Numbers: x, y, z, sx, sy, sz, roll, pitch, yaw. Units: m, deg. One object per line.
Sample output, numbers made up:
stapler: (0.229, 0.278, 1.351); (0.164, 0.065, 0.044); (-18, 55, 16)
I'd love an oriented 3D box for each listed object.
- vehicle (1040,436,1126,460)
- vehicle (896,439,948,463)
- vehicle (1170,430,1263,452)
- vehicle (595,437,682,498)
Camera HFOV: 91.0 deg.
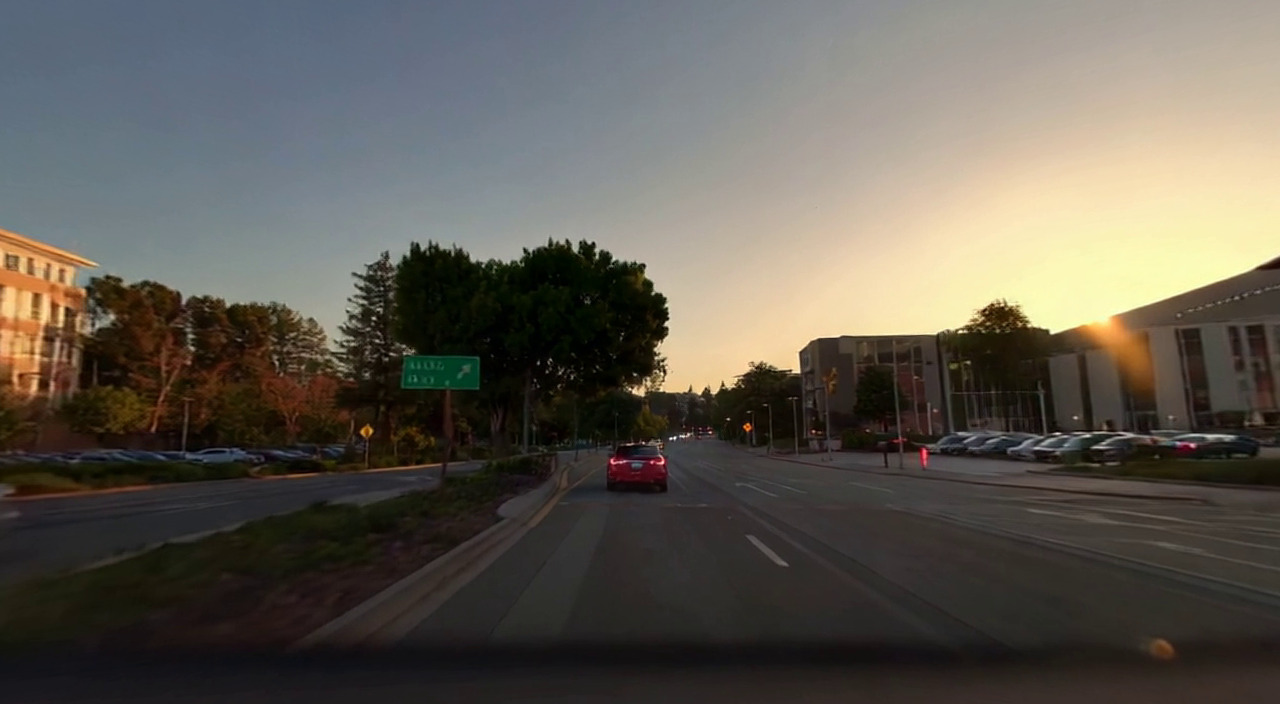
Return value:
vehicle: (32.199, 6.946, 45.816); (4.711, 1.670, 1.950); (0, -8, 1)
vehicle: (22.311, 7.836, 49.952); (2.038, 1.673, 4.389); (-2, -8, 0)
vehicle: (39.259, 6.075, 42.957); (4.345, 1.463, 1.933); (0, -8, 2)
vehicle: (-0.073, 3.141, 17.535); (2.126, 1.475, 3.967); (0, -8, -1)
